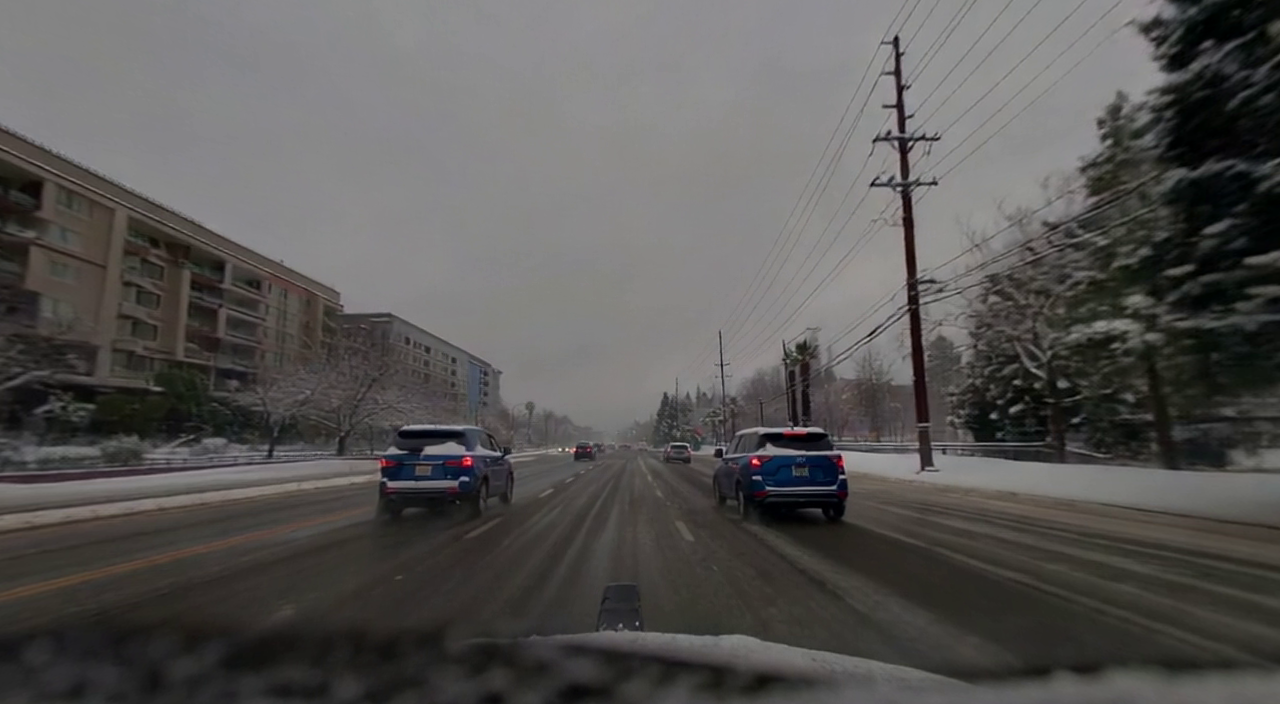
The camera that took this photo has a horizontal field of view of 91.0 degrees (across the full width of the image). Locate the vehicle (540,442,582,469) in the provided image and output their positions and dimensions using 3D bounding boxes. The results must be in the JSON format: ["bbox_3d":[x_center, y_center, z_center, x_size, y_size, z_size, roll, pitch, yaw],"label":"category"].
[{"bbox_3d":[-4.619,6.129,37.316,2.040,1.482,4.121,0,-9,-1],"label":"vehicle"}]

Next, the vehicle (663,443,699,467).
[{"bbox_3d":[2.608,6.740,41.240,1.981,1.472,3.923,0,-9,-2],"label":"vehicle"}]

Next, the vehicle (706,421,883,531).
[{"bbox_3d":[2.660,2.267,12.051,2.198,1.706,4.166,0,-9,-2],"label":"vehicle"}]

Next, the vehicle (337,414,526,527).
[{"bbox_3d":[-3.791,2.278,12.596,2.169,1.796,4.821,0,-9,0],"label":"vehicle"}]
